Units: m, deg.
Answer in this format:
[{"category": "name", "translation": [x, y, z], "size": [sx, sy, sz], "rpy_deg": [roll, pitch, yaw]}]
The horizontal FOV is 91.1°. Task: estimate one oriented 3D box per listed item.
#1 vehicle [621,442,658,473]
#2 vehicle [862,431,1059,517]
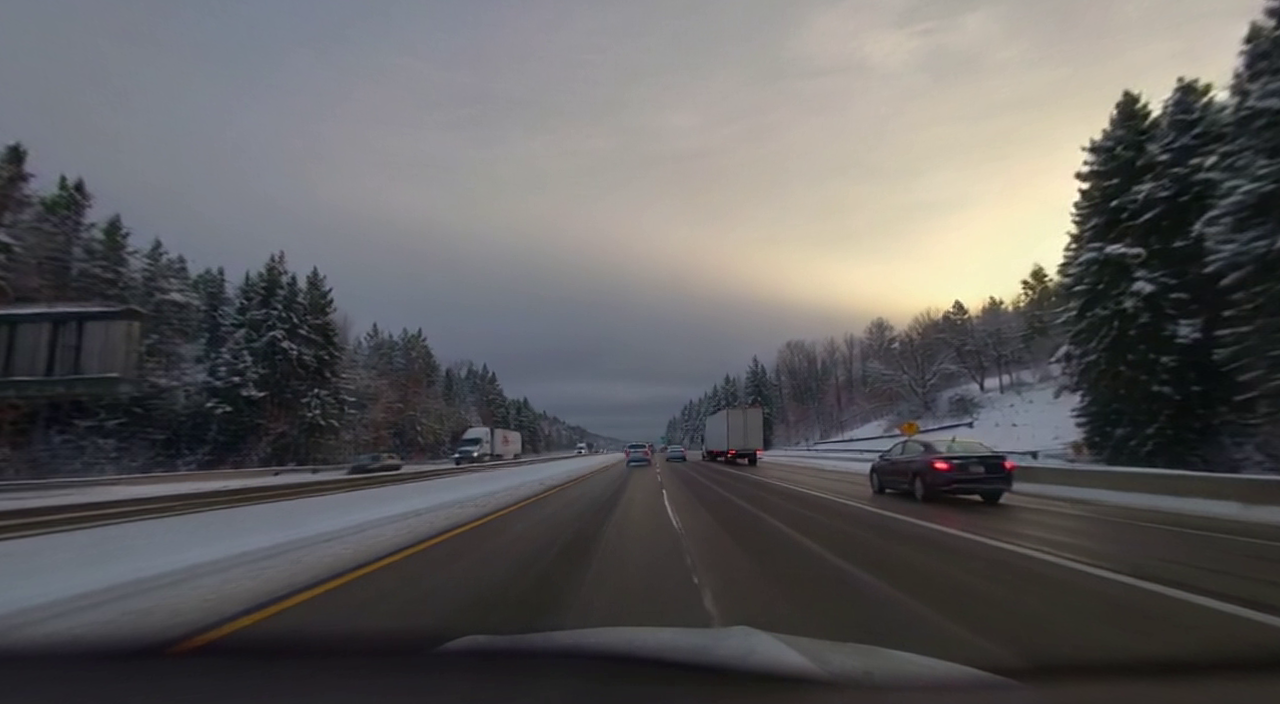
[{"category": "vehicle", "translation": [-0.009, 6.373, 38.155], "size": [2.114, 1.706, 4.106], "rpy_deg": [0, -9, 1]}, {"category": "vehicle", "translation": [7.019, 2.719, 14.517], "size": [2.011, 1.638, 4.737], "rpy_deg": [0, -9, 0]}]
